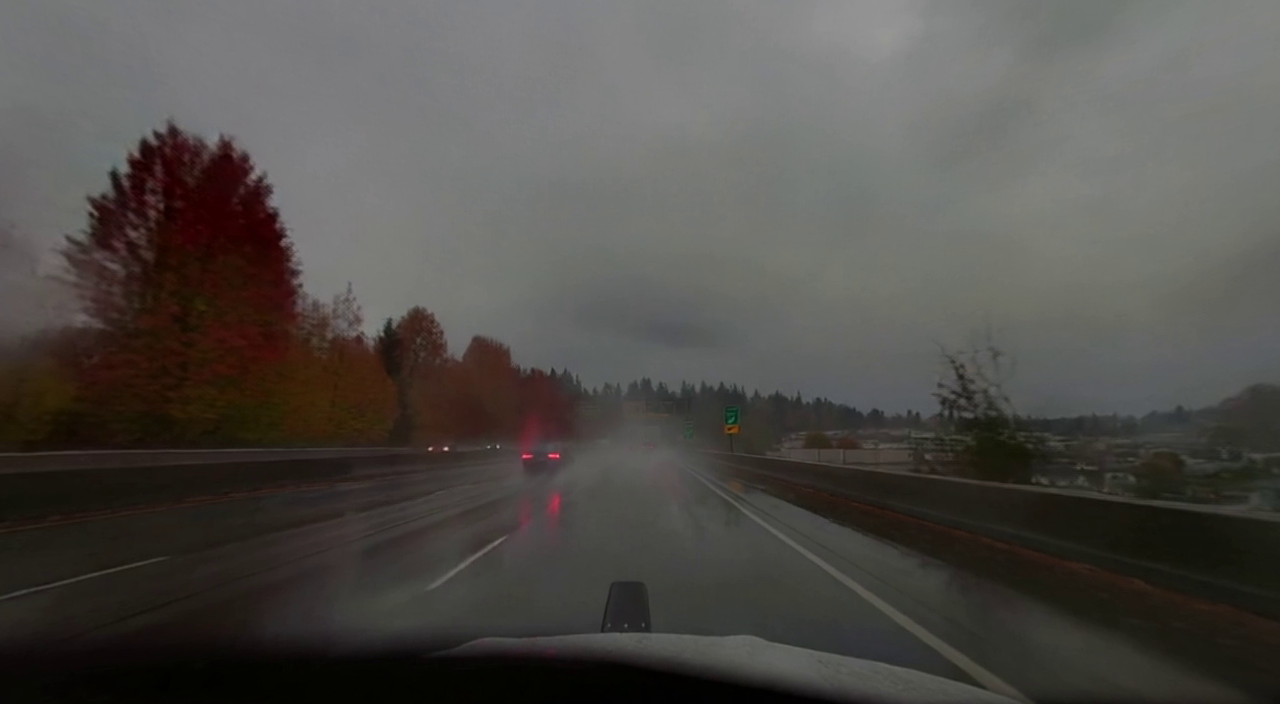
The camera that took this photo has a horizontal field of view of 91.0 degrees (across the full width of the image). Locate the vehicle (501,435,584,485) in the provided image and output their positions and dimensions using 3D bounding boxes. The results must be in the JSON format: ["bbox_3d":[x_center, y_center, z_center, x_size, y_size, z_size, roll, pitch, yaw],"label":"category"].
[{"bbox_3d":[-3.304,3.756,22.273,2.061,1.572,4.814,0,-8,1],"label":"vehicle"}]
